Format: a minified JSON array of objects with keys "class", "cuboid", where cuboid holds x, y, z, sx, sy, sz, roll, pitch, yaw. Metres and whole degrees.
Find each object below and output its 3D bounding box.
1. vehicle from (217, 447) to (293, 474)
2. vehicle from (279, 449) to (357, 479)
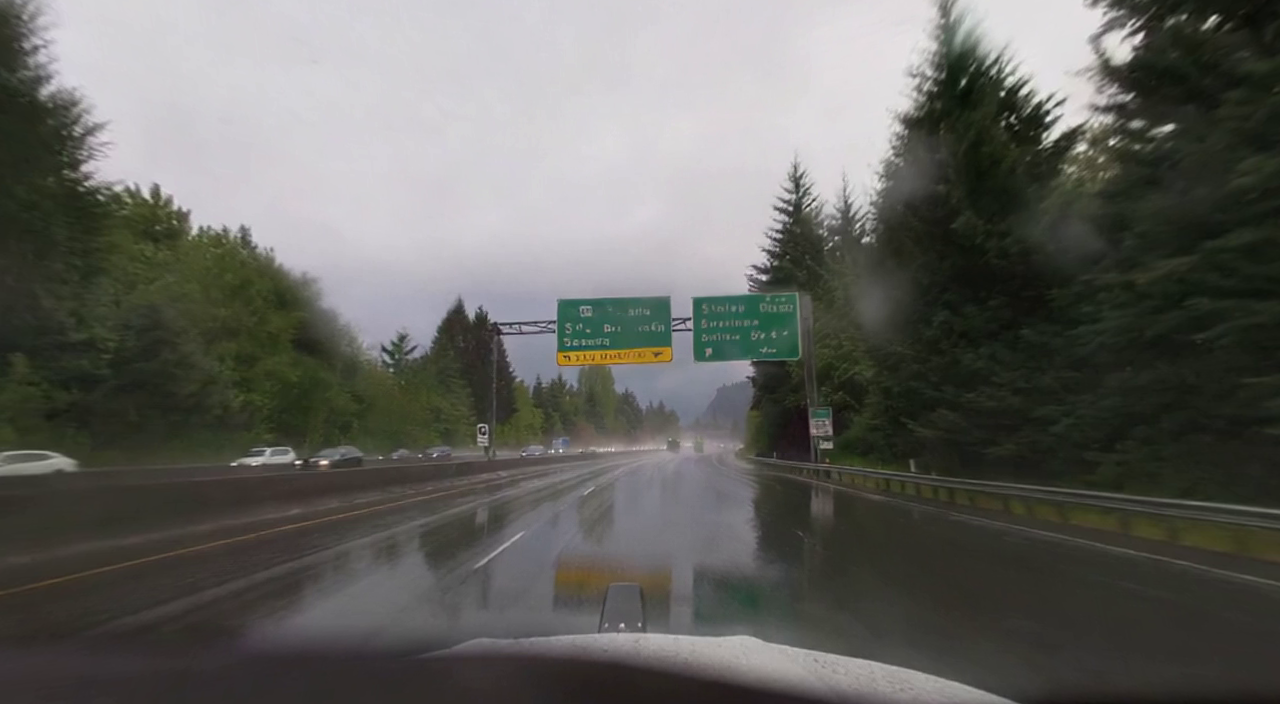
[{"class":"vehicle","cuboid":[-24.862,7.016,40.866,1.961,1.643,4.415,0,-9,3]},{"class":"vehicle","cuboid":[-17.621,6.128,34.713,1.844,1.549,4.254,0,-9,3]}]
